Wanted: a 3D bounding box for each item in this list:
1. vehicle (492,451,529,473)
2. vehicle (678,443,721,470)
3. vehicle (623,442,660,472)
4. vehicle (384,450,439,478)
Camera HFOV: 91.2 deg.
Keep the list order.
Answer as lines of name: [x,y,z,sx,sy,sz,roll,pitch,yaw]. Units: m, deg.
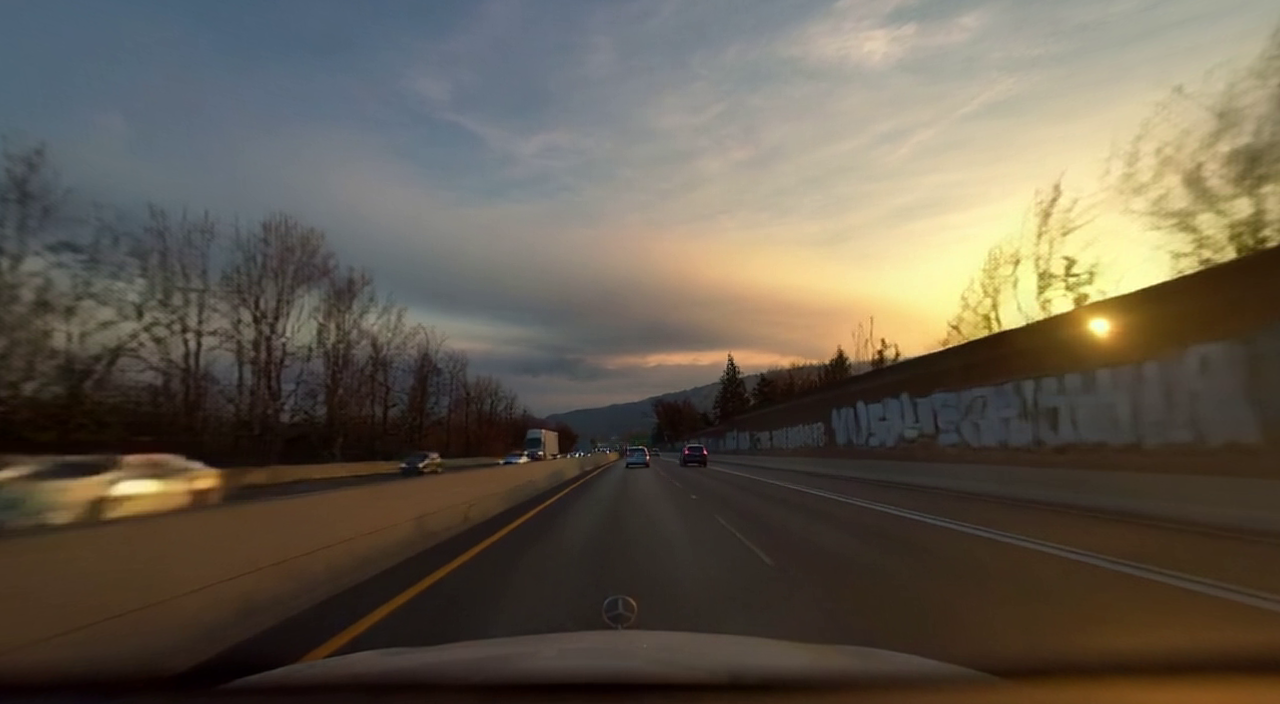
vehicle: [-9.448,8.017,45.948,1.843,1.494,4.347,0,-9,-1]
vehicle: [3.725,6.670,40.125,2.303,1.614,4.154,-1,-9,0]
vehicle: [0.079,6.358,38.160,2.095,1.671,4.219,0,-9,-1]
vehicle: [-13.951,6.842,38.503,1.871,1.567,4.052,-1,-9,0]
